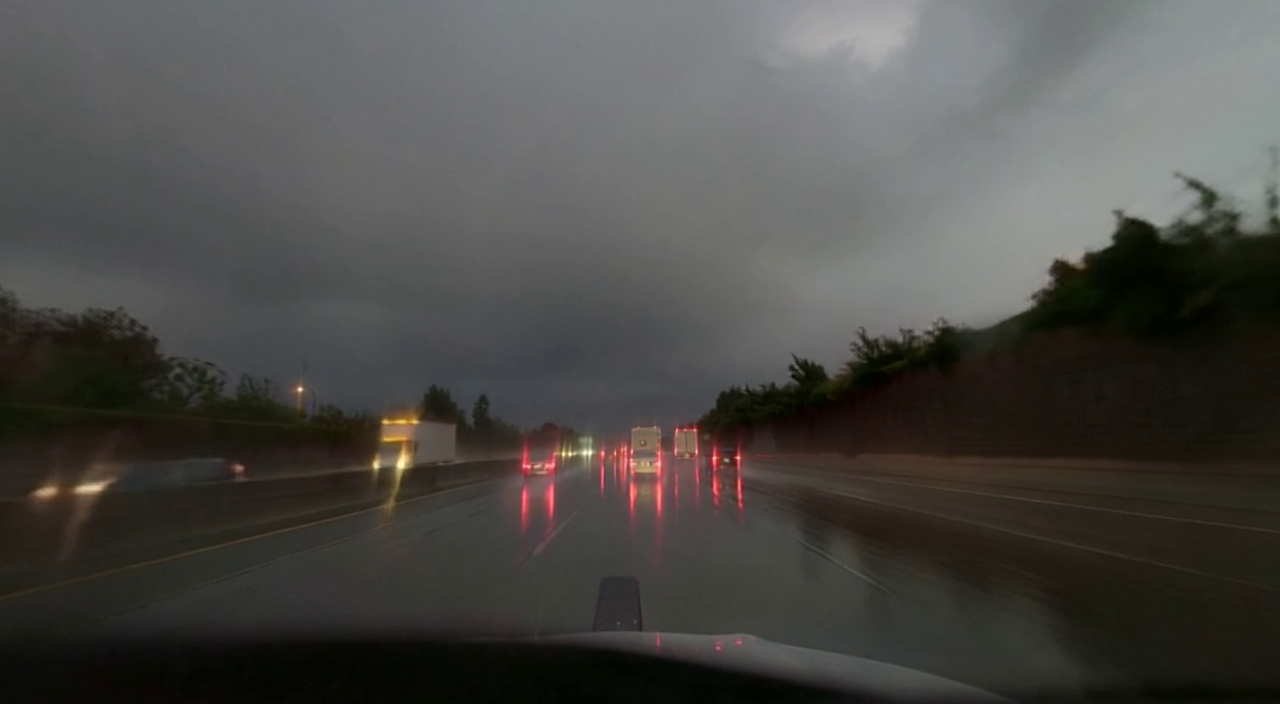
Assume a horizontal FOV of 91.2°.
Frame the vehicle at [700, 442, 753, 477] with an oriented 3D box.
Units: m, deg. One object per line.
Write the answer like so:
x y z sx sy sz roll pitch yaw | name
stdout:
4.345 5.488 32.100 2.018 1.639 4.149 0 -9 -1 | vehicle

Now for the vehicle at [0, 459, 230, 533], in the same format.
-12.794 3.484 15.718 1.923 1.488 4.501 0 -9 0 | vehicle

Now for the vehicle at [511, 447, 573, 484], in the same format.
-4.167 4.909 27.368 1.967 1.473 4.439 0 -9 1 | vehicle

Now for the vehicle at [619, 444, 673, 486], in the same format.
0.233 4.607 25.812 2.015 1.526 4.286 0 -9 0 | vehicle

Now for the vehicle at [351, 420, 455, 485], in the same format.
-12.524 5.416 33.902 2.653 3.121 6.846 -1 -9 3 | vehicle
